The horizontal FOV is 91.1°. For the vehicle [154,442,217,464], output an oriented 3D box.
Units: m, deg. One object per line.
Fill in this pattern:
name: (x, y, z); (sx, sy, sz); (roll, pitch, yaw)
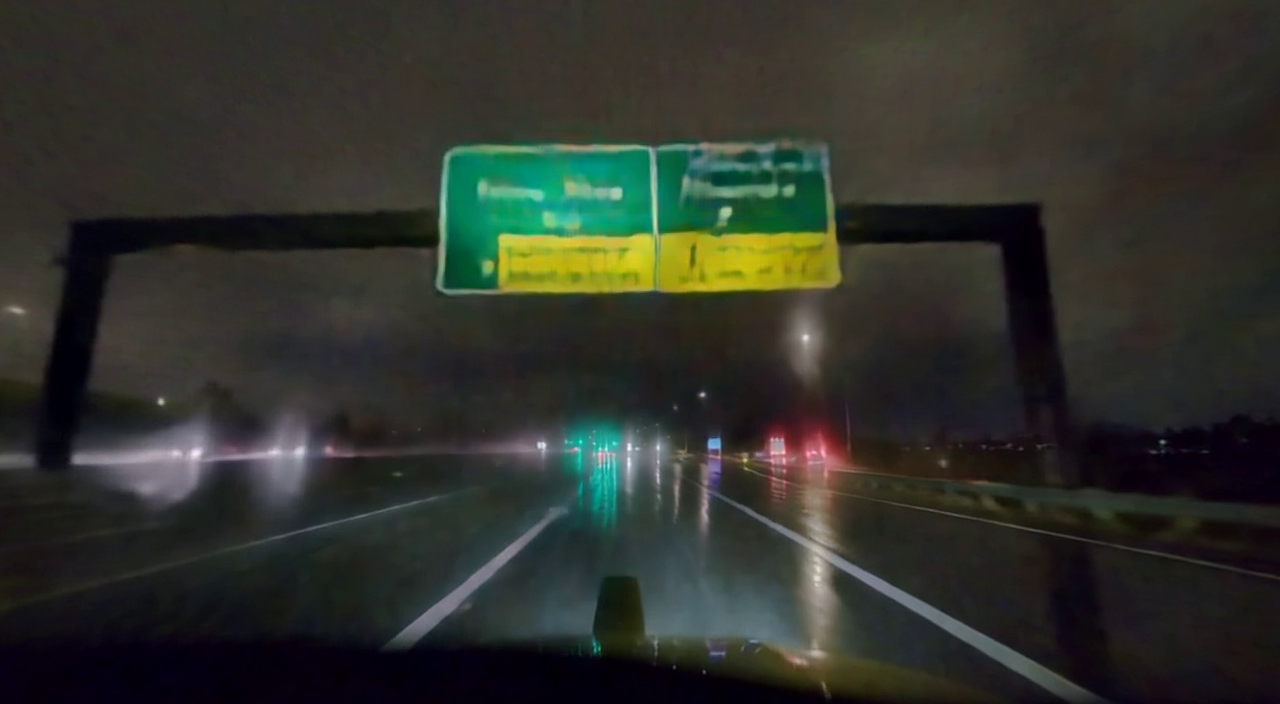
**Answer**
vehicle: (-32.455, 7.255, 45.039); (1.732, 1.467, 3.833); (0, -9, -2)

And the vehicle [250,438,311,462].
vehicle: (-25.191, 6.908, 44.226); (1.897, 1.588, 4.218); (0, -9, -2)
